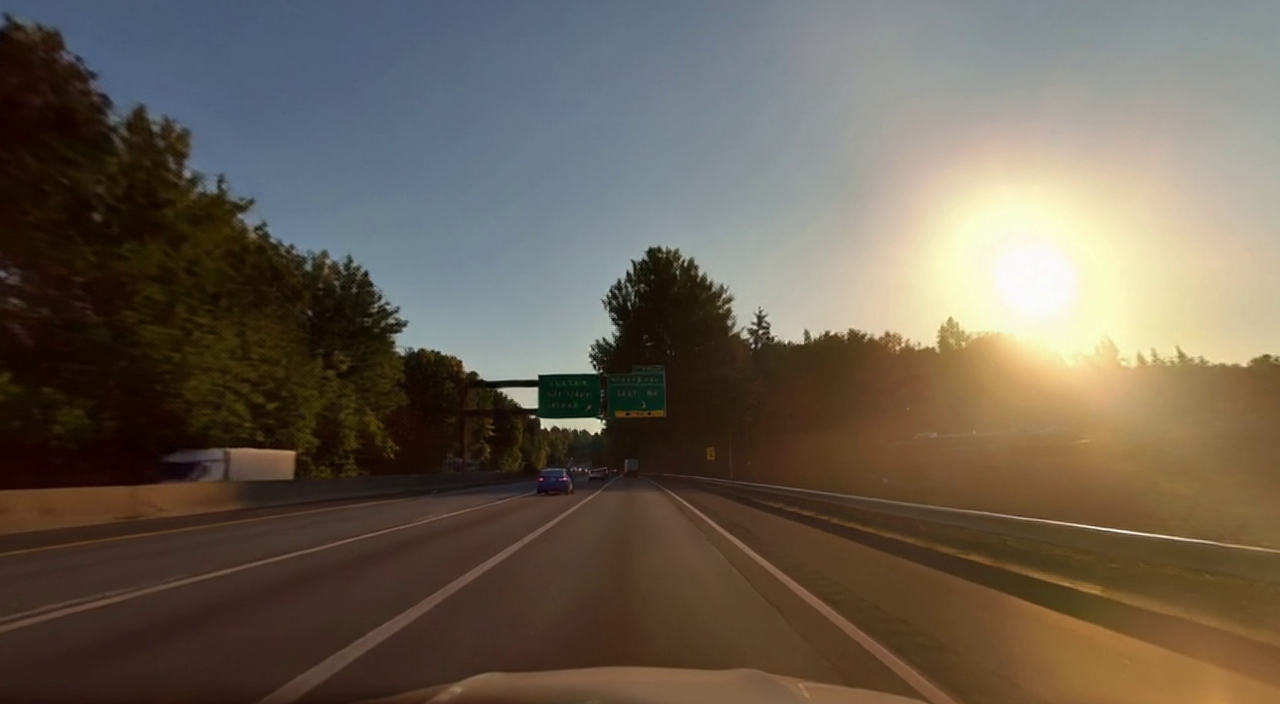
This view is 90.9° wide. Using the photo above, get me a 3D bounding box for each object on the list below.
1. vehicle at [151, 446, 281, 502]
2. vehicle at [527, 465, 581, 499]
[{"bbox_3d":[-24.530,7.134,37.018,2.603,2.942,6.912,1,-11,1],"label":"vehicle"},{"bbox_3d":[-4.157,6.363,31.059,1.995,1.467,4.467,1,-11,0],"label":"vehicle"}]
